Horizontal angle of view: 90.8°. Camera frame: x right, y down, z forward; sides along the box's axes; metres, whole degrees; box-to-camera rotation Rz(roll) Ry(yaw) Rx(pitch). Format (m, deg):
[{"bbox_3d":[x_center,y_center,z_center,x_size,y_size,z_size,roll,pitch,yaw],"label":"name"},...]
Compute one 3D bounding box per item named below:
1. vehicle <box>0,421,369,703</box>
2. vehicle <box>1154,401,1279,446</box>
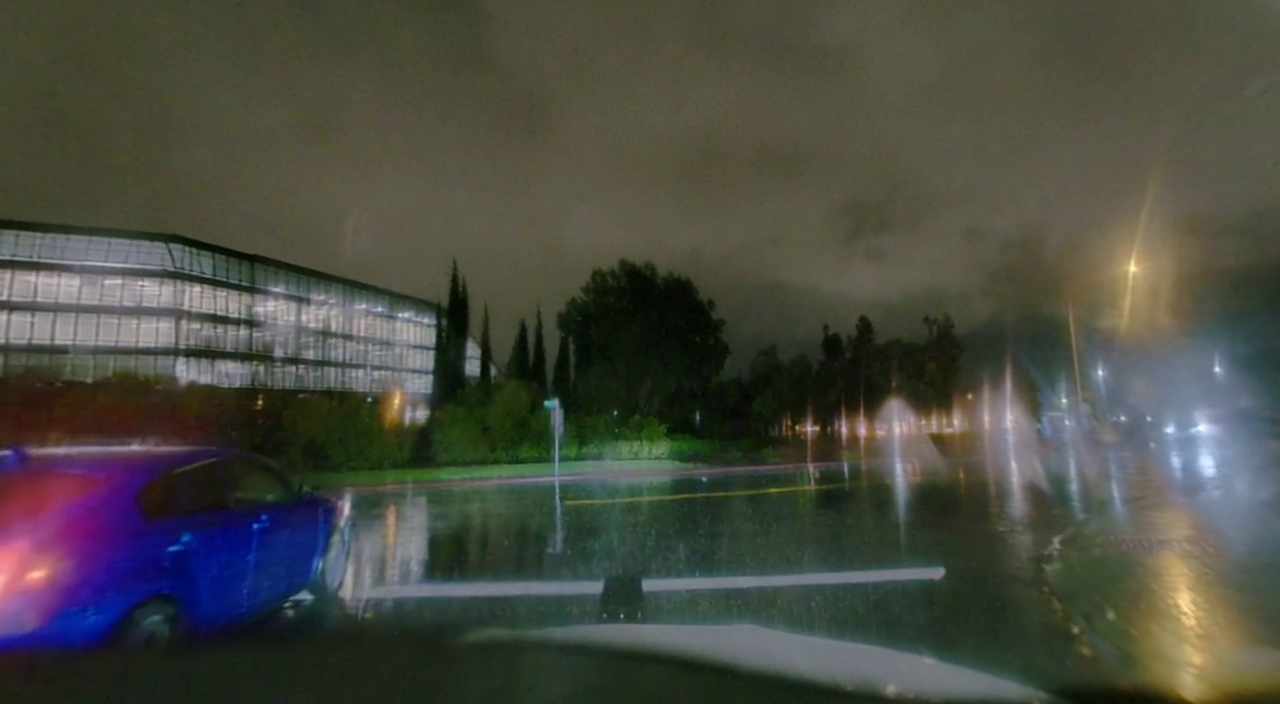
[{"bbox_3d":[-3.262,1.181,3.562,2.069,1.413,5.006,1,-8,-10],"label":"vehicle"},{"bbox_3d":[22.156,2.678,23.465,4.788,1.548,1.965,1,-8,-10],"label":"vehicle"}]
